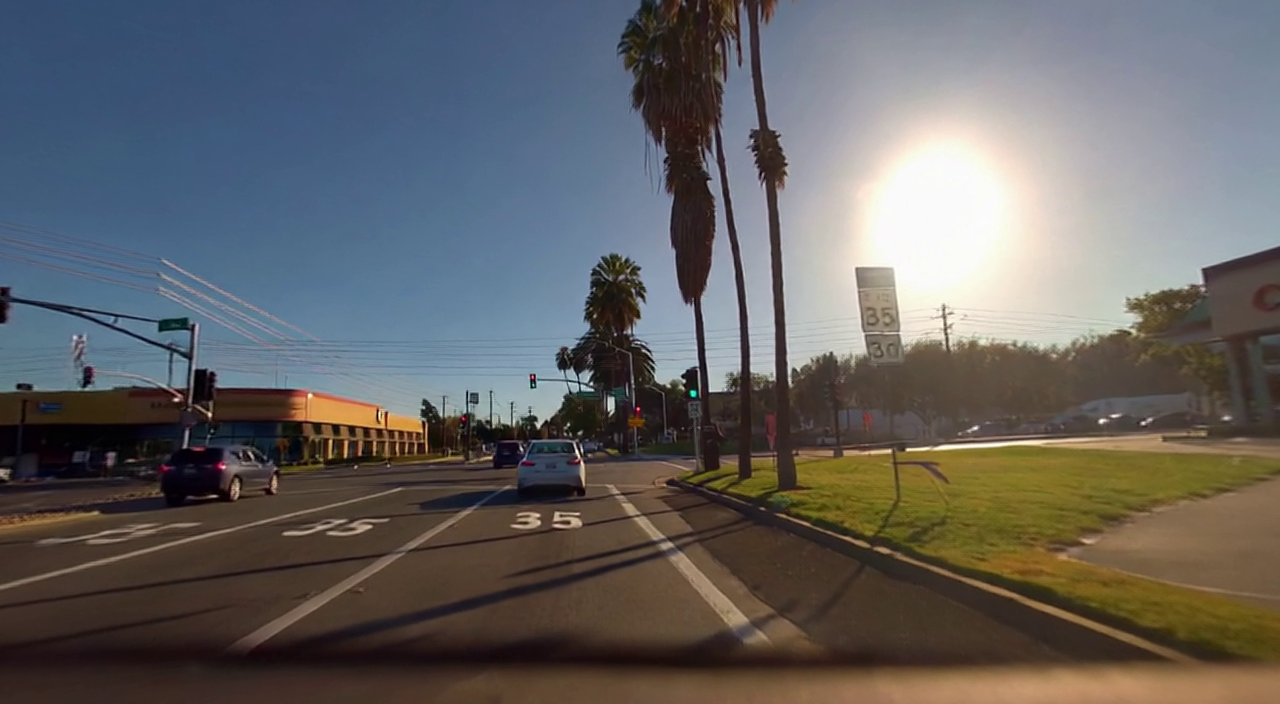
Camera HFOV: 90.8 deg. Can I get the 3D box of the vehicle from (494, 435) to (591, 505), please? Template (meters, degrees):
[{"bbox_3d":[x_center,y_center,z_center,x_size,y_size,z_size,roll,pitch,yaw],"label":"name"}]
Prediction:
[{"bbox_3d":[-2.326,2.862,15.814,2.063,1.474,4.334,0,-8,-6],"label":"vehicle"}]

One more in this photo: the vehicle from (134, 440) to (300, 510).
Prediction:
[{"bbox_3d":[-12.492,3.614,19.156,2.050,1.811,4.752,0,-8,-5],"label":"vehicle"}]
